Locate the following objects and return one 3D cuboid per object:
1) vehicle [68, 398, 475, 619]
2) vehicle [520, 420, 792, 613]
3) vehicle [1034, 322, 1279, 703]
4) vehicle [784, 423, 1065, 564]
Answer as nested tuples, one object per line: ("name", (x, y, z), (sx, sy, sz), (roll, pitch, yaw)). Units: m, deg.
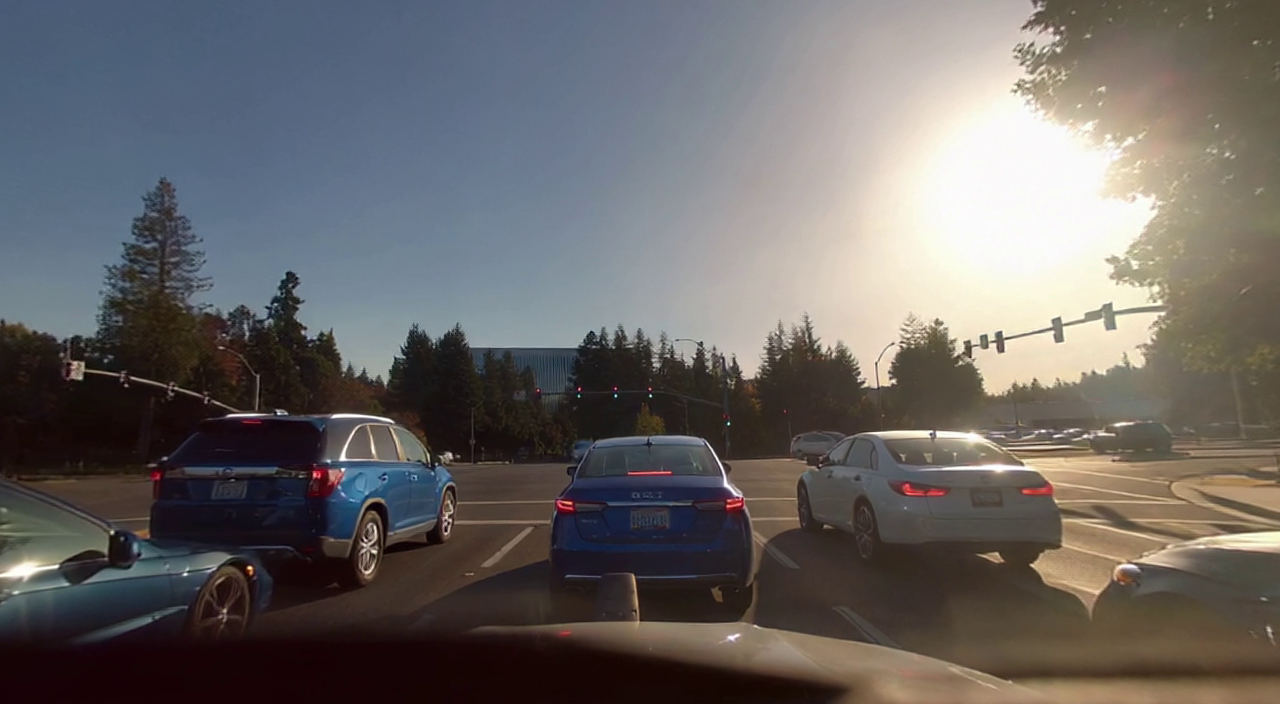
("vehicle", (-3.410, 1.532, 7.070), (1.958, 1.693, 4.242), (0, -9, 0))
("vehicle", (0.068, 1.592, 7.027), (2.114, 1.482, 4.056), (0, -9, -2))
("vehicle", (3.238, 0.613, 1.178), (2.178, 1.691, 4.314), (0, -9, 0))
("vehicle", (3.539, 1.841, 8.978), (1.874, 1.487, 4.404), (0, -9, -1))
